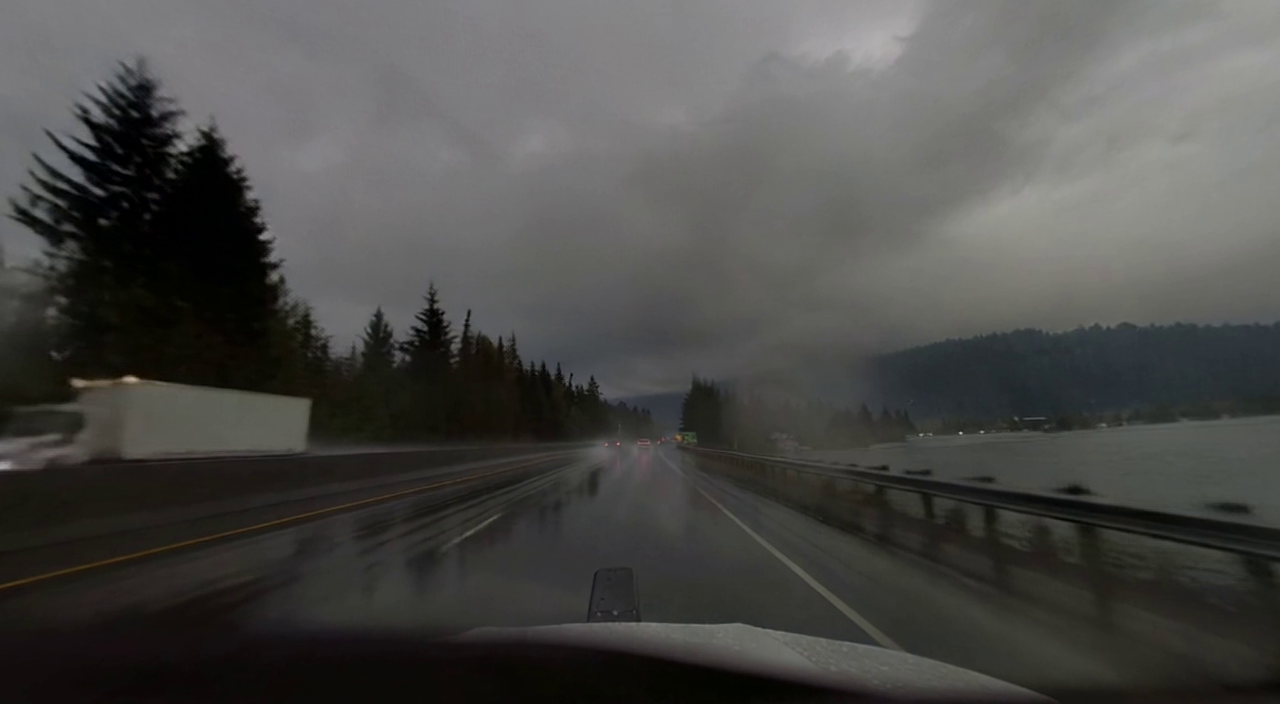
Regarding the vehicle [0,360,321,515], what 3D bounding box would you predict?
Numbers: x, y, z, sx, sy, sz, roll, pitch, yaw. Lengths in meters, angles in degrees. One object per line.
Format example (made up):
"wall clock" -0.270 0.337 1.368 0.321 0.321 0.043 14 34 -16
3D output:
"vehicle" -17.616 3.339 24.349 3.072 4.202 14.354 0 -8 0
